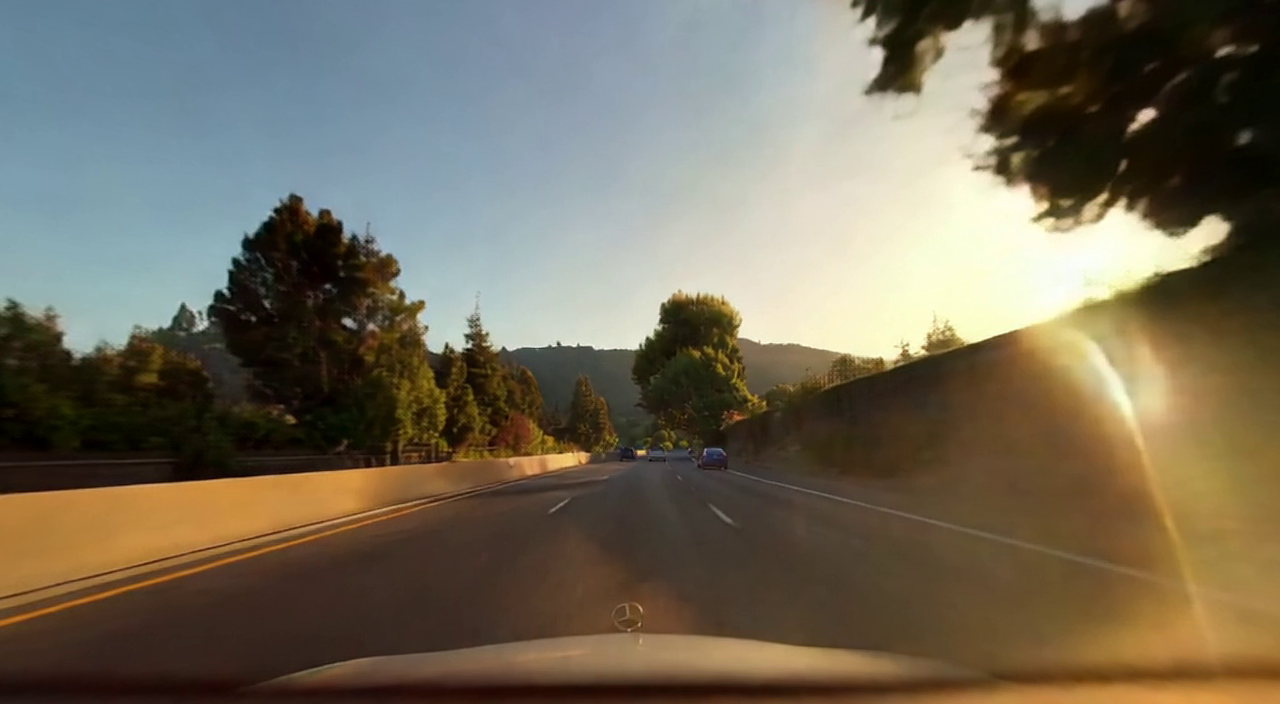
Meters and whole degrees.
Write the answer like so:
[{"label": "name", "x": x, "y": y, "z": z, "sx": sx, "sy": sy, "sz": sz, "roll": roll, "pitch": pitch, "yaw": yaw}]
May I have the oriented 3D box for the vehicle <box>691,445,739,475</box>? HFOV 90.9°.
[{"label": "vehicle", "x": 4.150, "y": 6.069, "z": 35.491, "sx": 2.175, "sy": 1.574, "sz": 3.943, "roll": 0, "pitch": -9, "yaw": 0}]
